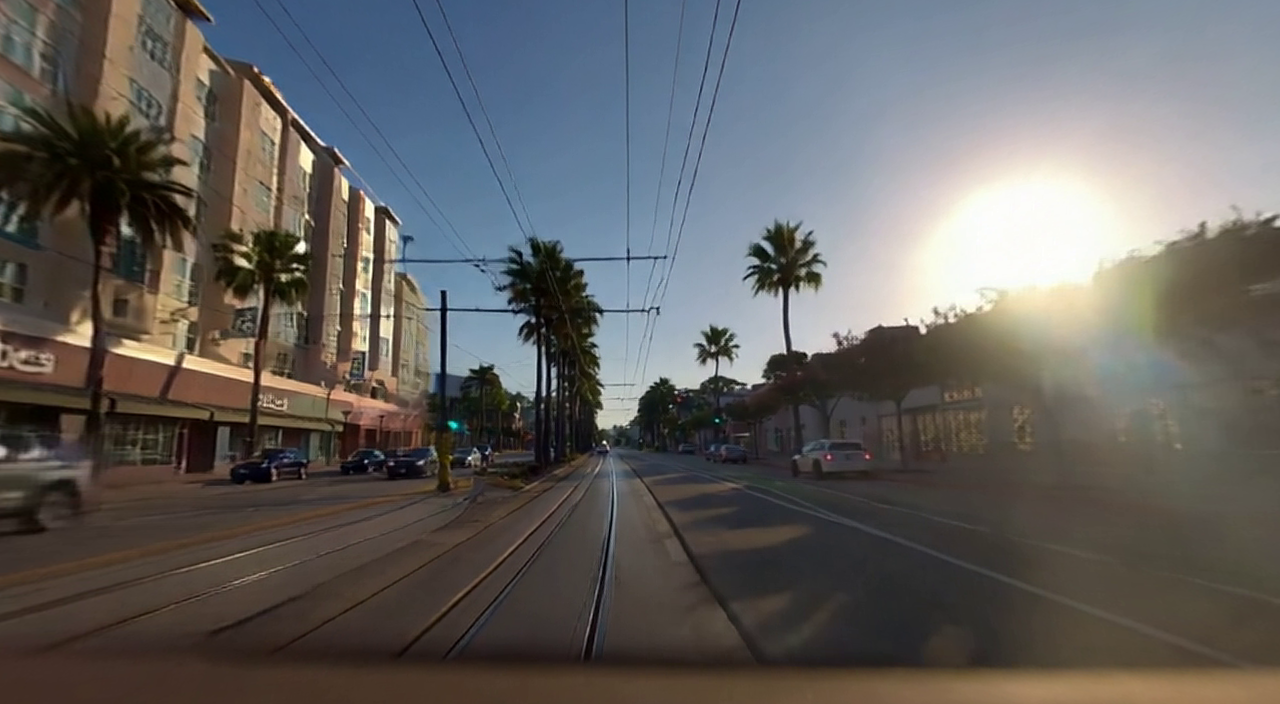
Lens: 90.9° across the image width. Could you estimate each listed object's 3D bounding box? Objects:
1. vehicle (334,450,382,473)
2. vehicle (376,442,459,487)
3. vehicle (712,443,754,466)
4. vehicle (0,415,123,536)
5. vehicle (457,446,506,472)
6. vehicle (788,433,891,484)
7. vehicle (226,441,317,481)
[{"bbox_3d":[-18.706,7.234,41.869,1.819,1.450,3.003,0,-8,-1],"label":"vehicle"},{"bbox_3d":[-8.688,4.398,24.983,2.013,1.590,4.241,0,-8,-4],"label":"vehicle"},{"bbox_3d":[6.442,7.183,44.206,1.816,1.488,4.102,1,-9,-7],"label":"vehicle"},{"bbox_3d":[-11.173,1.948,9.921,2.127,1.892,4.655,0,-8,-1],"label":"vehicle"},{"bbox_3d":[-9.873,6.681,39.566,2.046,1.475,4.426,0,-8,-2],"label":"vehicle"},{"bbox_3d":[7.322,3.953,23.737,1.995,1.677,4.863,0,-8,-4],"label":"vehicle"},{"bbox_3d":[-18.235,5.396,31.450,1.974,1.808,4.373,0,-8,-2],"label":"vehicle"}]
